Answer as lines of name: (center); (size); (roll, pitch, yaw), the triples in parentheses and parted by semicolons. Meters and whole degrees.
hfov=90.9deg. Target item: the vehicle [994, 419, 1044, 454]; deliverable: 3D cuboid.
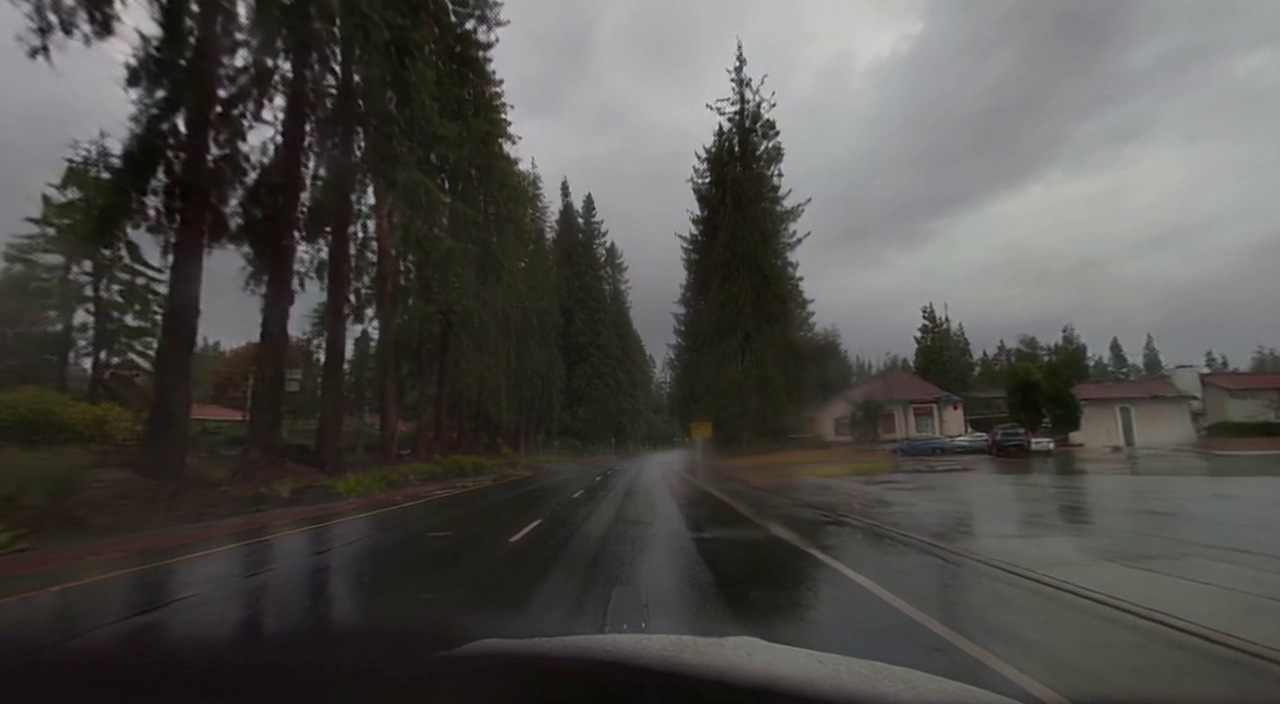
vehicle: (21.746, 4.894, 36.274); (1.889, 1.853, 4.207); (-4, -9, 24)
